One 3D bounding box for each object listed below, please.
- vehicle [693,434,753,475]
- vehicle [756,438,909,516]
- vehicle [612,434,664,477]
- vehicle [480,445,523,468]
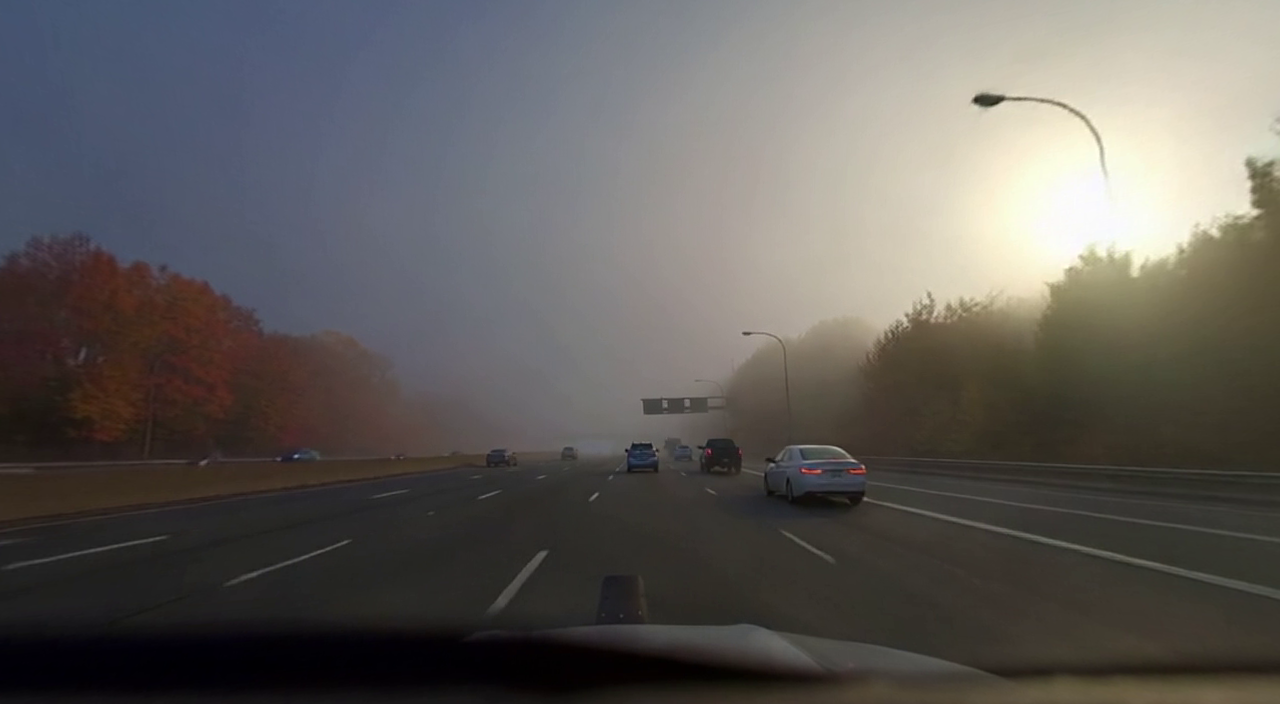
[{"bbox_3d":[4.292,5.457,33.620,2.388,1.998,5.749,0,-9,0],"label":"vehicle"},{"bbox_3d":[4.216,2.827,14.763,2.057,1.508,4.767,0,-9,0],"label":"vehicle"},{"bbox_3d":[-0.054,5.120,31.423,2.372,1.957,5.121,0,-9,0],"label":"vehicle"},{"bbox_3d":[-9.879,7.503,45.288,1.989,1.529,4.433,0,-9,1],"label":"vehicle"}]
